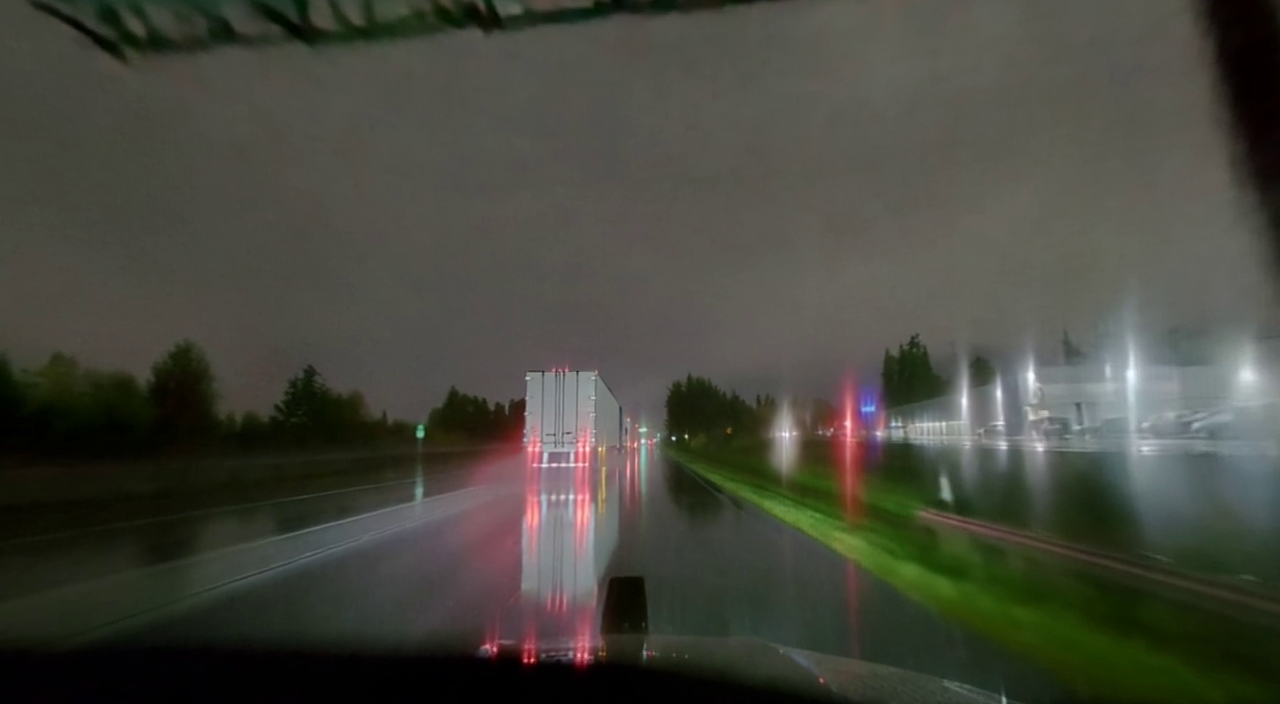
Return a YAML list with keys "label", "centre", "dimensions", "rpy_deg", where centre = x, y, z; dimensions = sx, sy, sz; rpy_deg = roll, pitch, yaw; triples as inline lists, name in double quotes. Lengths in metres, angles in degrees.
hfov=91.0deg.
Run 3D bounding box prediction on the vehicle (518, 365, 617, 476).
- label: "vehicle"
  centre: [-2.914, 3.555, 30.403]
  dimensions: [2.947, 4.051, 14.256]
  rpy_deg: [1, -8, 1]
